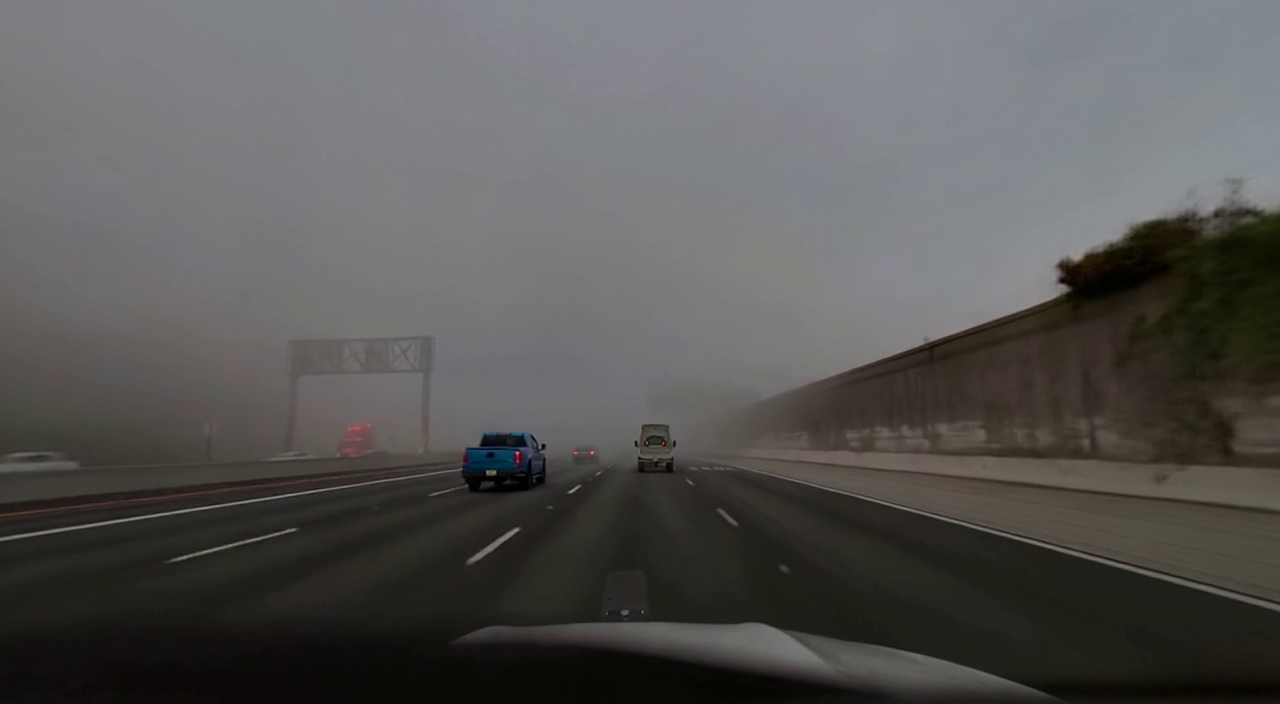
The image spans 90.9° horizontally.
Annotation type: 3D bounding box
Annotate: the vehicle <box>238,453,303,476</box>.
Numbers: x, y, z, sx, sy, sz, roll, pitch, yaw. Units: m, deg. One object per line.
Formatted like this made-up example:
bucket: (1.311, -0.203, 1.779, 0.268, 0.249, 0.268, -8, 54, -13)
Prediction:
vehicle: (-24.408, 7.409, 41.779, 1.840, 1.373, 3.920, 0, -9, 2)

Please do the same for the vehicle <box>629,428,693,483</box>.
vehicle: (0.740, 3.771, 23.222, 2.083, 1.792, 4.782, 0, -9, 1)

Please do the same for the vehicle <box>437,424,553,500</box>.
vehicle: (-3.796, 3.007, 17.616, 1.954, 1.792, 5.187, 0, -9, 1)

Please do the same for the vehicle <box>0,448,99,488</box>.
vehicle: (-28.257, 5.242, 28.726, 2.174, 1.678, 5.678, 0, -8, 1)

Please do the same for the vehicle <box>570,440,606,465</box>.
vehicle: (-3.497, 6.869, 43.398, 1.961, 1.591, 4.756, 0, -8, 1)
